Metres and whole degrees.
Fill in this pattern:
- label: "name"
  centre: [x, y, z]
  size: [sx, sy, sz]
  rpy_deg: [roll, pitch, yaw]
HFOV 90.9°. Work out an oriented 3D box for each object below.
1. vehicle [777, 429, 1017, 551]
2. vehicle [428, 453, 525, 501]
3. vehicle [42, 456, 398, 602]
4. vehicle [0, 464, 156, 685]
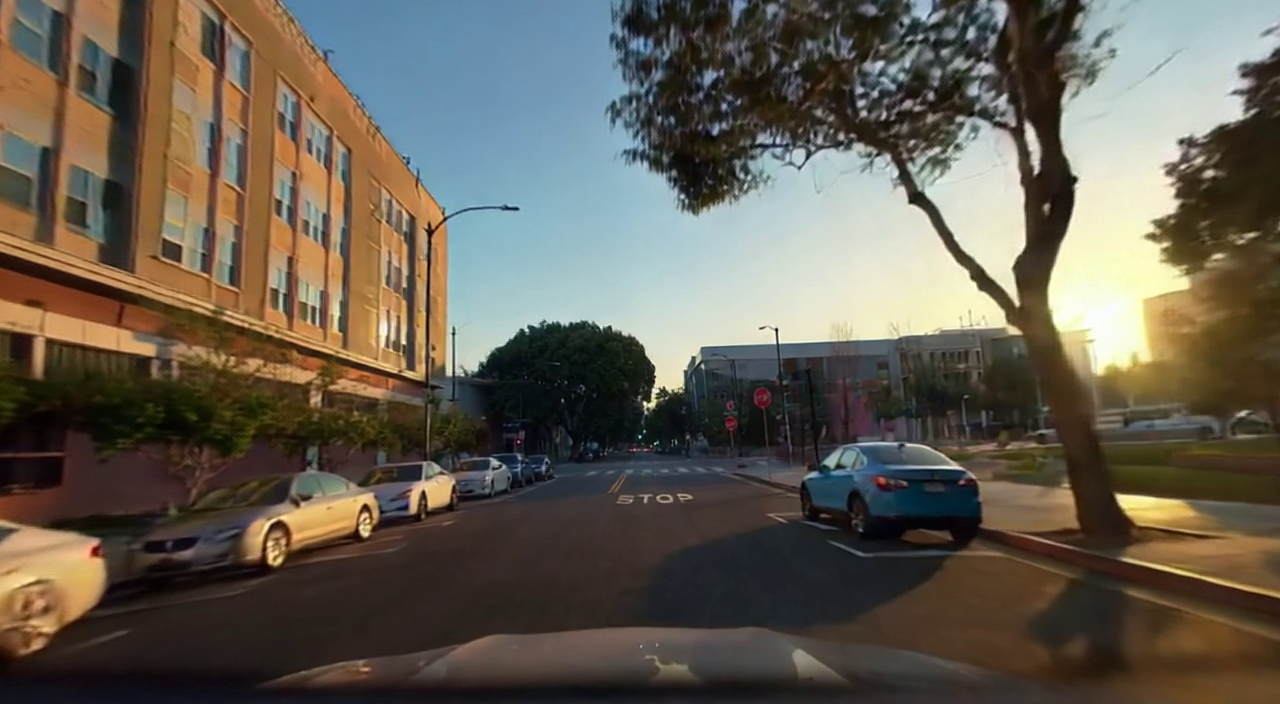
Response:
- label: "vehicle"
  centre: [3.827, 2.116, 10.383]
  size: [1.978, 1.554, 4.192]
  rpy_deg: [0, -8, -3]
- label: "vehicle"
  centre: [-5.469, 4.233, 21.769]
  size: [2.131, 1.407, 4.547]
  rpy_deg: [0, -8, 0]
- label: "vehicle"
  centre: [-5.475, 2.312, 9.318]
  size: [1.873, 1.448, 5.013]
  rpy_deg: [0, -8, -1]
- label: "vehicle"
  centre: [-5.403, 1.427, 3.481]
  size: [2.089, 1.463, 4.350]
  rpy_deg: [0, -8, -2]
